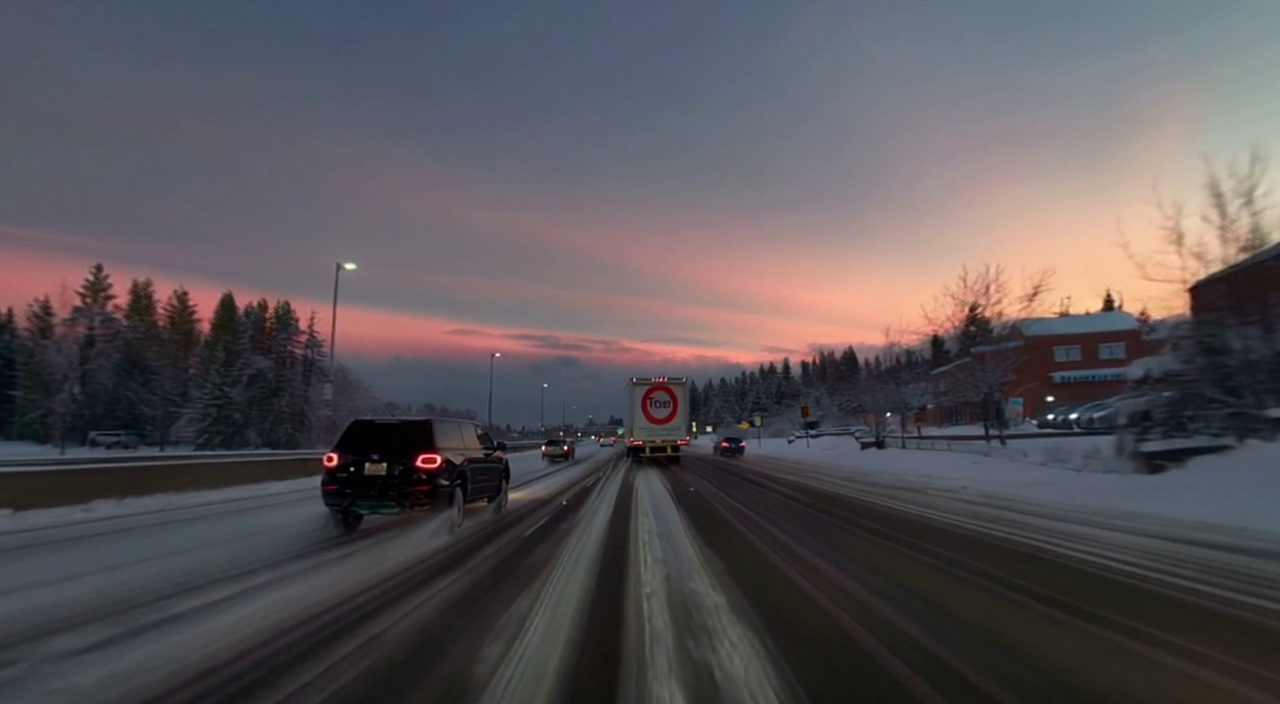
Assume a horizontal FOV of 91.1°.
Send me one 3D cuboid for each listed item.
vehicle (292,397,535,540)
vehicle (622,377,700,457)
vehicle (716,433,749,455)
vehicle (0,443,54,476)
[{"bbox_3d":[-3.337,1.863,10.601,2.178,1.826,4.933,0,-8,1],"label":"vehicle"},{"bbox_3d":[1.730,4.137,39.797,3.657,4.173,13.731,-1,-6,7],"label":"vehicle"},{"bbox_3d":[7.297,7.333,49.891,1.958,1.681,4.109,0,-8,-1],"label":"vehicle"},{"bbox_3d":[-34.817,6.038,35.487,2.261,1.730,4.674,7,-11,-42],"label":"vehicle"}]
